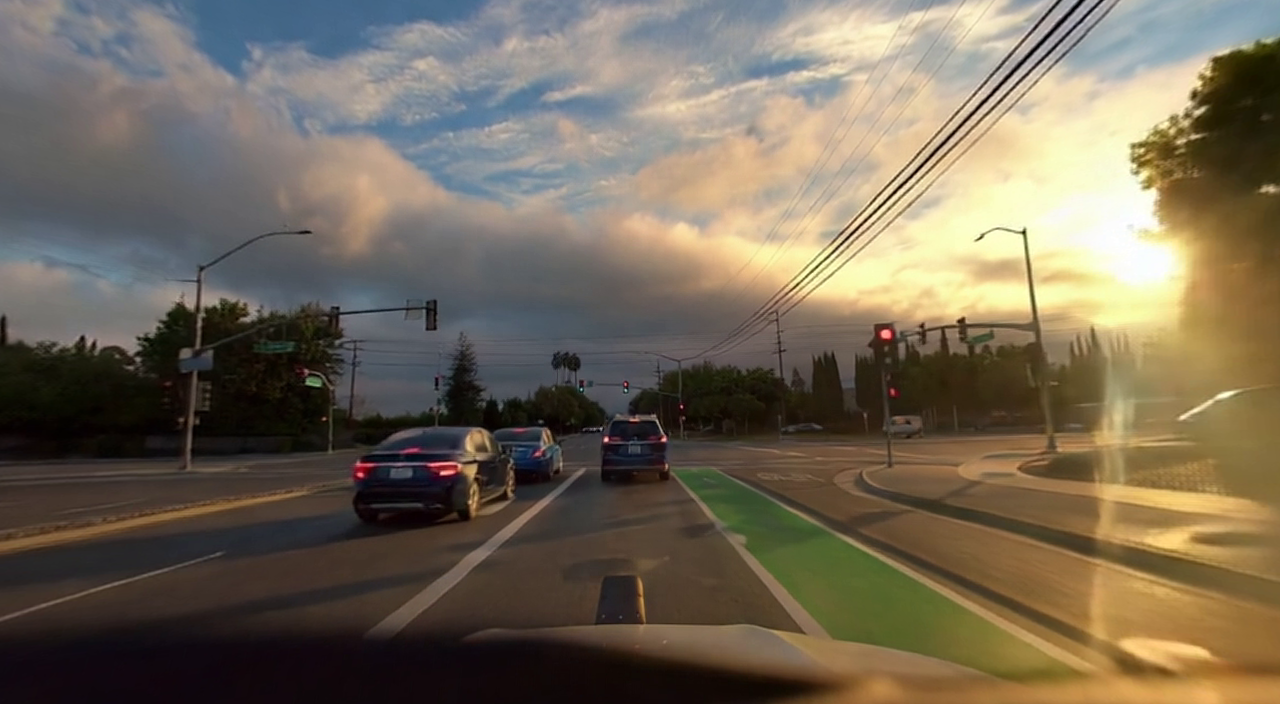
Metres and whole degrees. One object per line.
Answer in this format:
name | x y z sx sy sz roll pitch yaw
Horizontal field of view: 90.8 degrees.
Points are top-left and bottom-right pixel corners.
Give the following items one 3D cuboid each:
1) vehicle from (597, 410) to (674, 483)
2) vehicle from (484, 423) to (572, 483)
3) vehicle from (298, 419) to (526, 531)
vehicle | -0.162 2.876 19.320 2.036 1.885 5.196 1 -8 -1
vehicle | -3.067 2.858 18.044 1.726 1.506 3.840 0 -8 1
vehicle | -3.560 1.967 11.226 2.138 1.488 5.327 1 -7 -1
